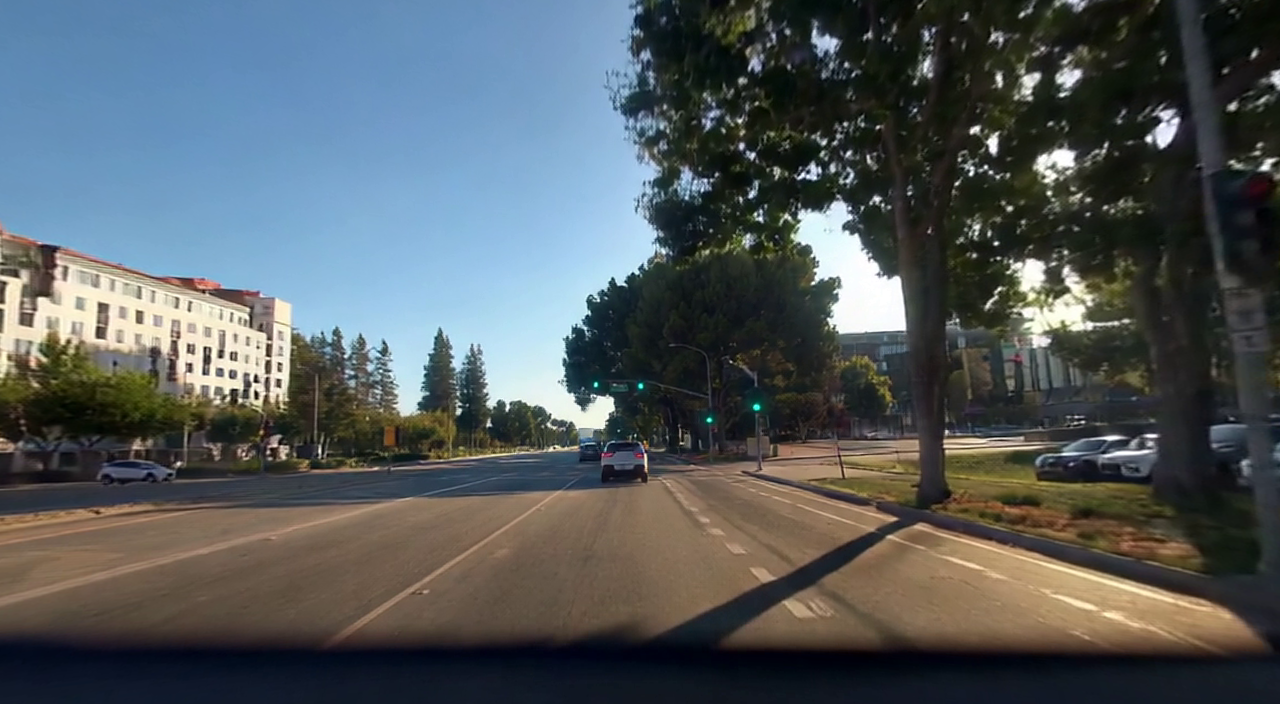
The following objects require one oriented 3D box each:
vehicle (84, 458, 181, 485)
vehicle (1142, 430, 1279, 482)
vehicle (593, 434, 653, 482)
[{"bbox_3d":[-35.005,8.261,43.674,4.884,1.736,2.049,0,-8,-1],"label":"vehicle"},{"bbox_3d":[17.098,2.980,18.227,3.720,1.414,1.719,0,-8,-2],"label":"vehicle"},{"bbox_3d":[-0.636,4.084,24.626,2.130,1.711,4.038,0,-8,-1],"label":"vehicle"}]
